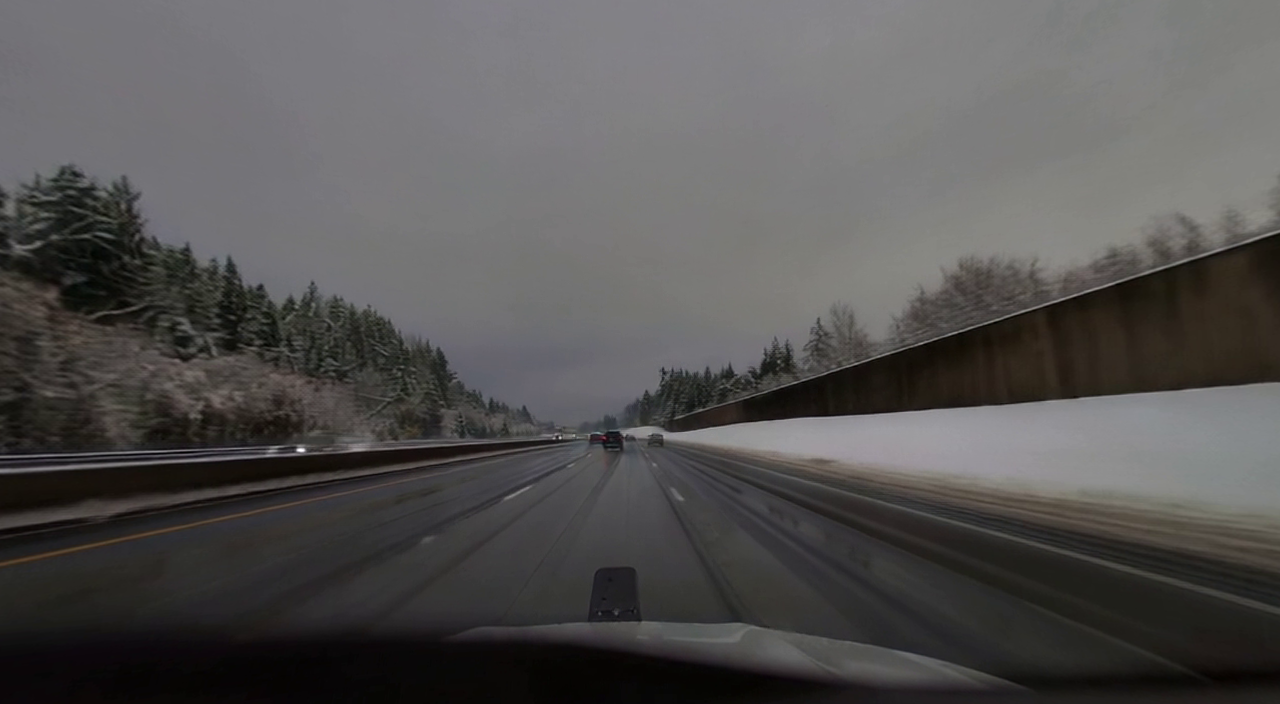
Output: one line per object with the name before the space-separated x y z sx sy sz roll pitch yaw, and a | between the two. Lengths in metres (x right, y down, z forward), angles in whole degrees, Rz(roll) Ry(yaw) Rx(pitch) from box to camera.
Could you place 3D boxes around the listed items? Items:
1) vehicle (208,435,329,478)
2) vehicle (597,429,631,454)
vehicle | -14.022 3.923 24.167 1.897 1.491 4.558 0 -7 -1
vehicle | -1.877 6.608 46.507 2.306 1.730 4.606 0 -8 0
